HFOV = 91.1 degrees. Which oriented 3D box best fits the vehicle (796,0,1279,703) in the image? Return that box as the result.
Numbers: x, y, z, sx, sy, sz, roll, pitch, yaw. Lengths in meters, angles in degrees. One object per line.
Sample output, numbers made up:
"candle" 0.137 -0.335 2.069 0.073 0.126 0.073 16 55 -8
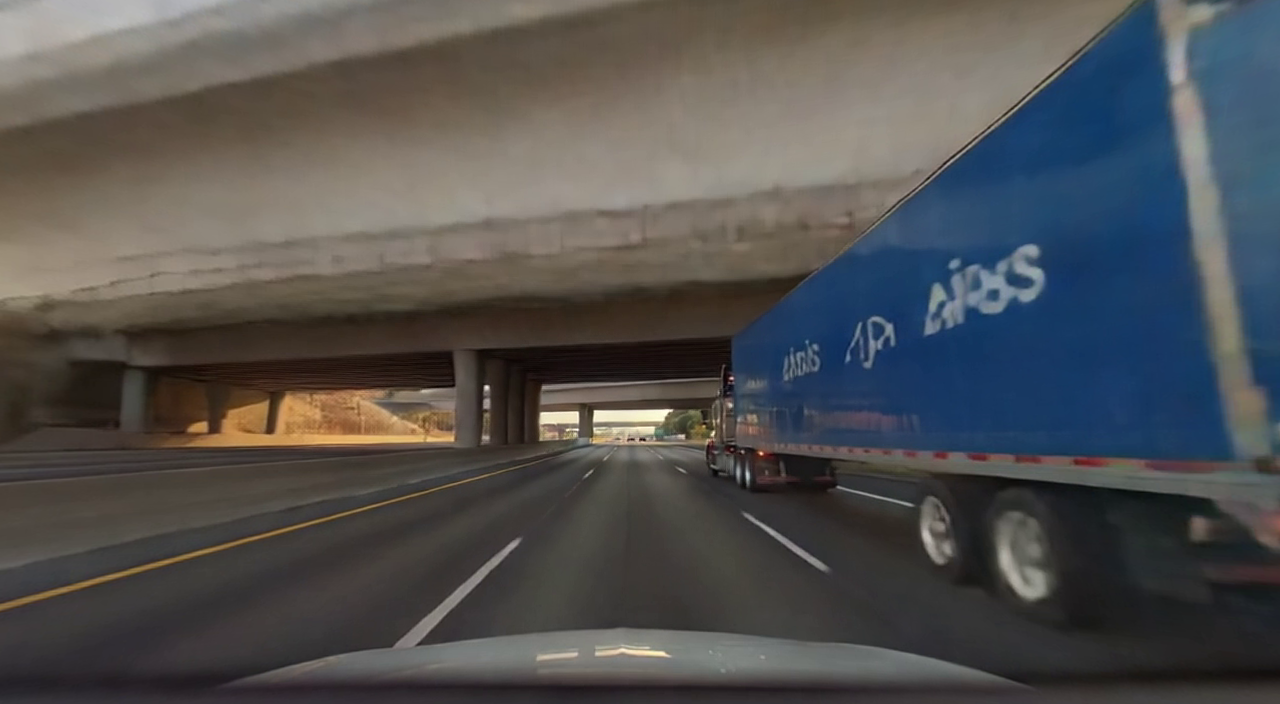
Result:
"vehicle" 4.301 0.198 6.628 2.880 3.986 9.103 0 -8 0
